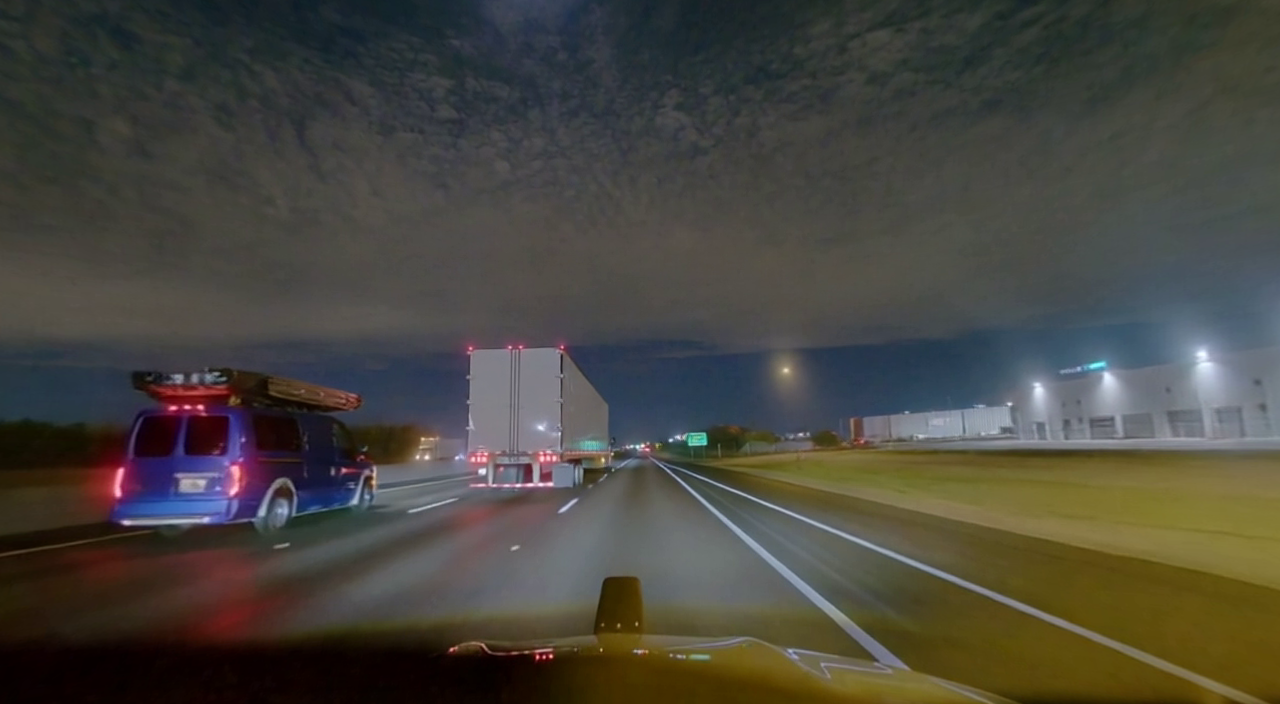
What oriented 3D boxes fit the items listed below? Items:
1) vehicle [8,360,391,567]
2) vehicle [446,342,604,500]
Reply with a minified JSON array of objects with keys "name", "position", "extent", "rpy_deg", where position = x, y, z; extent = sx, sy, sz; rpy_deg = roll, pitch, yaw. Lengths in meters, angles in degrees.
[{"name":"vehicle","position":[-6.905,1.876,11.269],"extent":[2.385,2.672,6.049],"rpy_deg":[0,-8,0]},{"name":"vehicle","position":[-3.458,2.974,24.677],"extent":[2.939,4.132,16.303],"rpy_deg":[0,-9,1]}]
